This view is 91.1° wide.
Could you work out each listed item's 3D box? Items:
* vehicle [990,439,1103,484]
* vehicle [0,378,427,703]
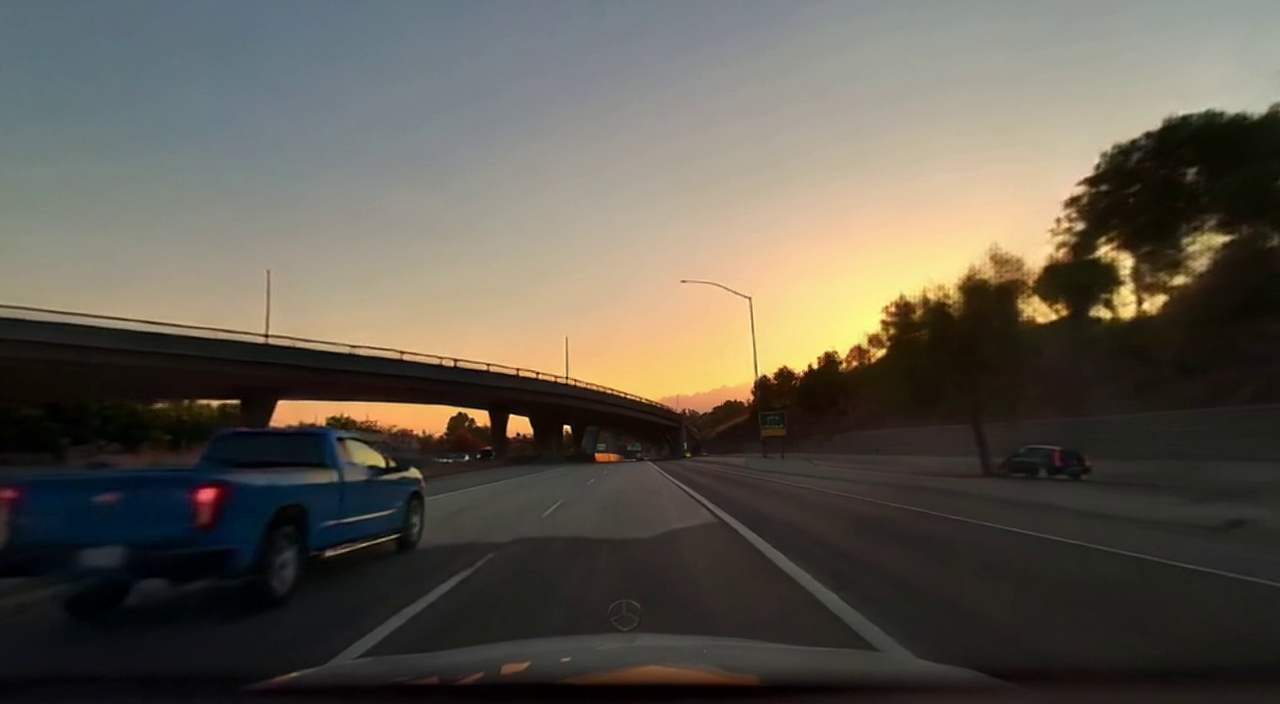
[{"bbox_3d":[15.611,4.212,24.402,1.834,1.555,3.751,0,-9,-1],"label":"vehicle"},{"bbox_3d":[-3.641,1.329,5.254,2.152,1.717,4.423,0,-9,0],"label":"vehicle"}]
